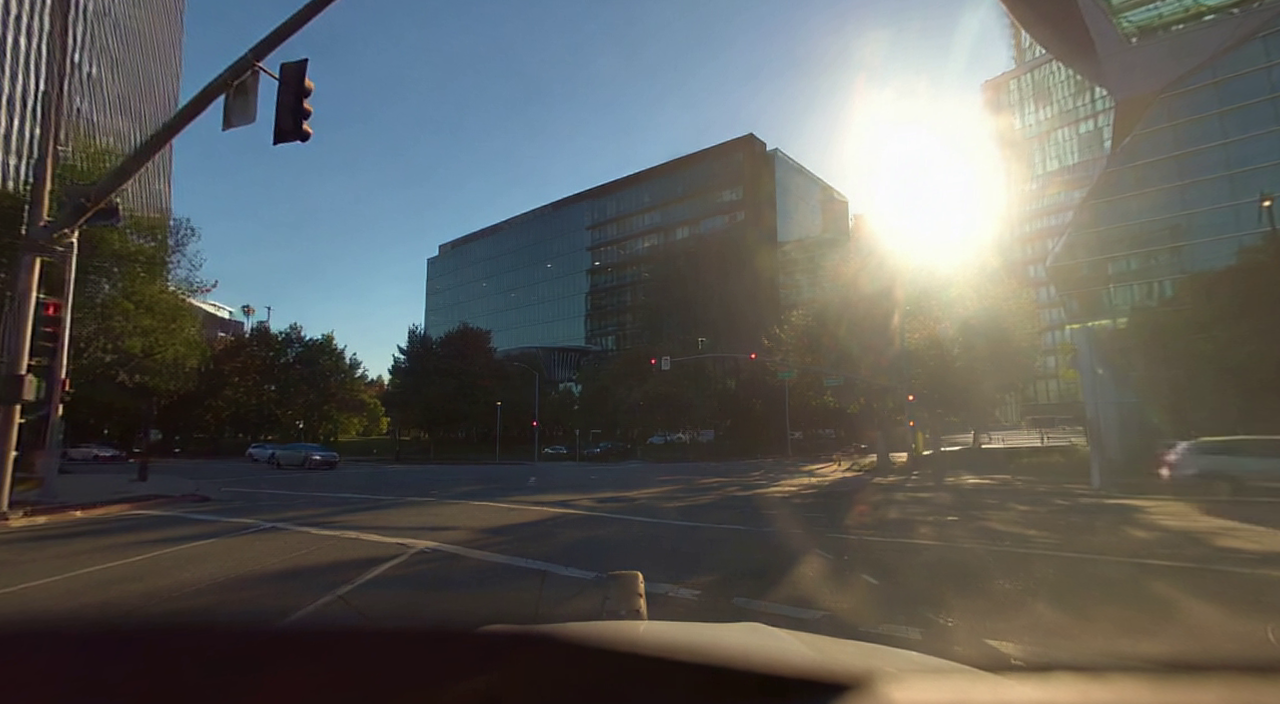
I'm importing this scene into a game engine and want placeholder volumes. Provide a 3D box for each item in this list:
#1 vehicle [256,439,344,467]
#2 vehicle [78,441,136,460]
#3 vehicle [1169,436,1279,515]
[{"bbox_3d":[-20.207,5.961,37.456,5.408,1.505,2.091,-6,-10,32],"label":"vehicle"},{"bbox_3d":[-42.229,7.785,49.992,4.380,1.455,1.869,-5,-10,28],"label":"vehicle"},{"bbox_3d":[13.320,2.427,12.548,4.110,1.511,1.883,-7,-11,37],"label":"vehicle"}]
